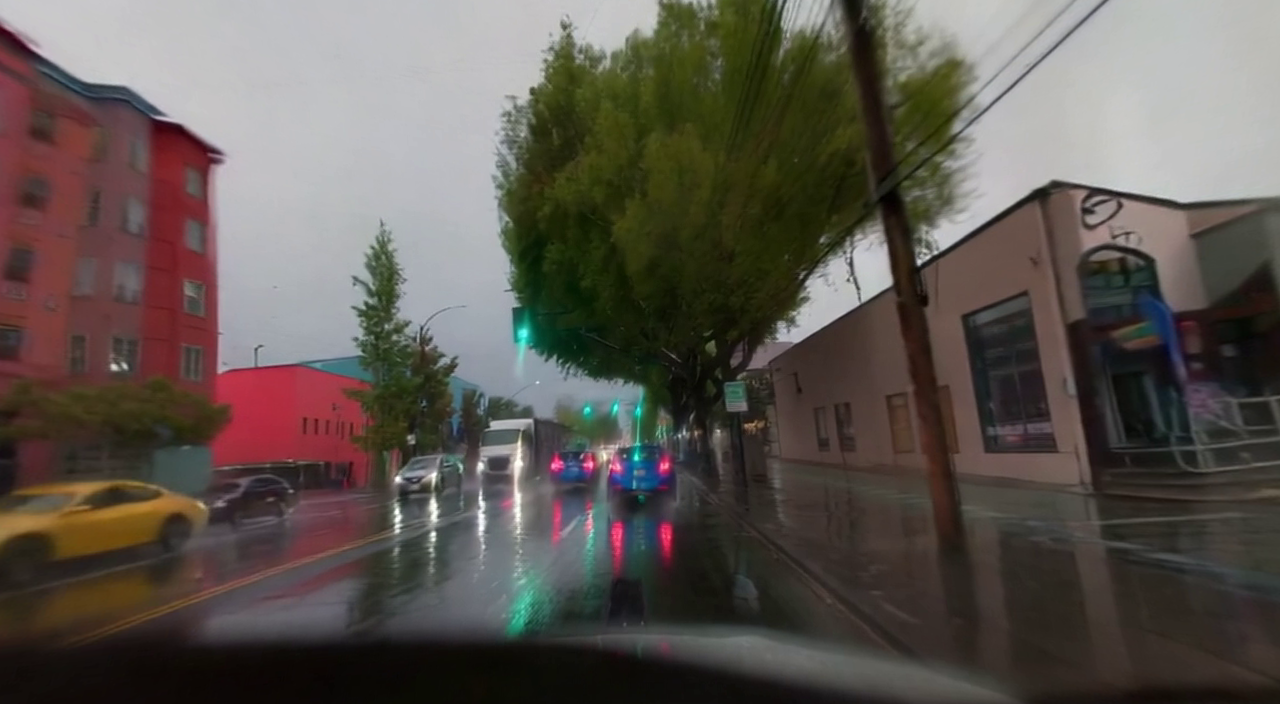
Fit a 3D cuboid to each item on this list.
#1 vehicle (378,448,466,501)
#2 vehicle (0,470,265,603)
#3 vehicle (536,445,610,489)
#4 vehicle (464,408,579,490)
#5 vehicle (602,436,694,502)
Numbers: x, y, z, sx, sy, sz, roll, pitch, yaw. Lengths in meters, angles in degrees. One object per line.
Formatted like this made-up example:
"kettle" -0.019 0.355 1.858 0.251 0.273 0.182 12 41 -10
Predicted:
"vehicle" -8.987 5.033 26.417 2.067 1.820 4.509 -5 -8 0
"vehicle" -8.674 2.784 10.360 2.118 1.473 4.642 -1 -8 1
"vehicle" -2.279 4.090 22.909 2.099 1.424 4.843 0 -8 1
"vehicle" -5.392 4.683 30.420 2.795 3.160 8.321 -6 -9 7
"vehicle" 0.184 2.963 16.340 2.094 1.478 3.922 0 -8 0
